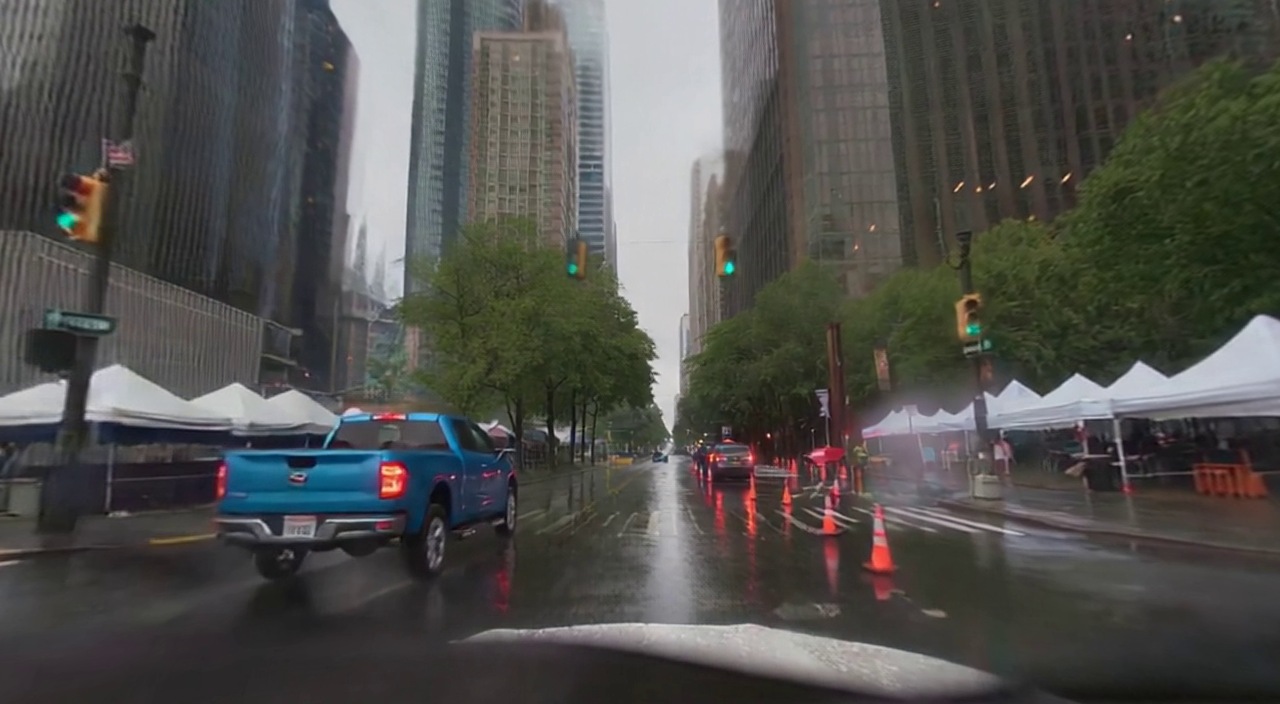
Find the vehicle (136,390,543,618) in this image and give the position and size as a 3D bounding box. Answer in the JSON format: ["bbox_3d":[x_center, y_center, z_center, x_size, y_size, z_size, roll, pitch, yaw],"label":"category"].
[{"bbox_3d":[-3.066,1.756,8.382,2.452,1.954,5.653,-1,-9,2],"label":"vehicle"}]

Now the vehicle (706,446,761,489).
[{"bbox_3d":[3.826,4.709,26.088,2.023,1.607,4.225,-2,-9,7],"label":"vehicle"}]
